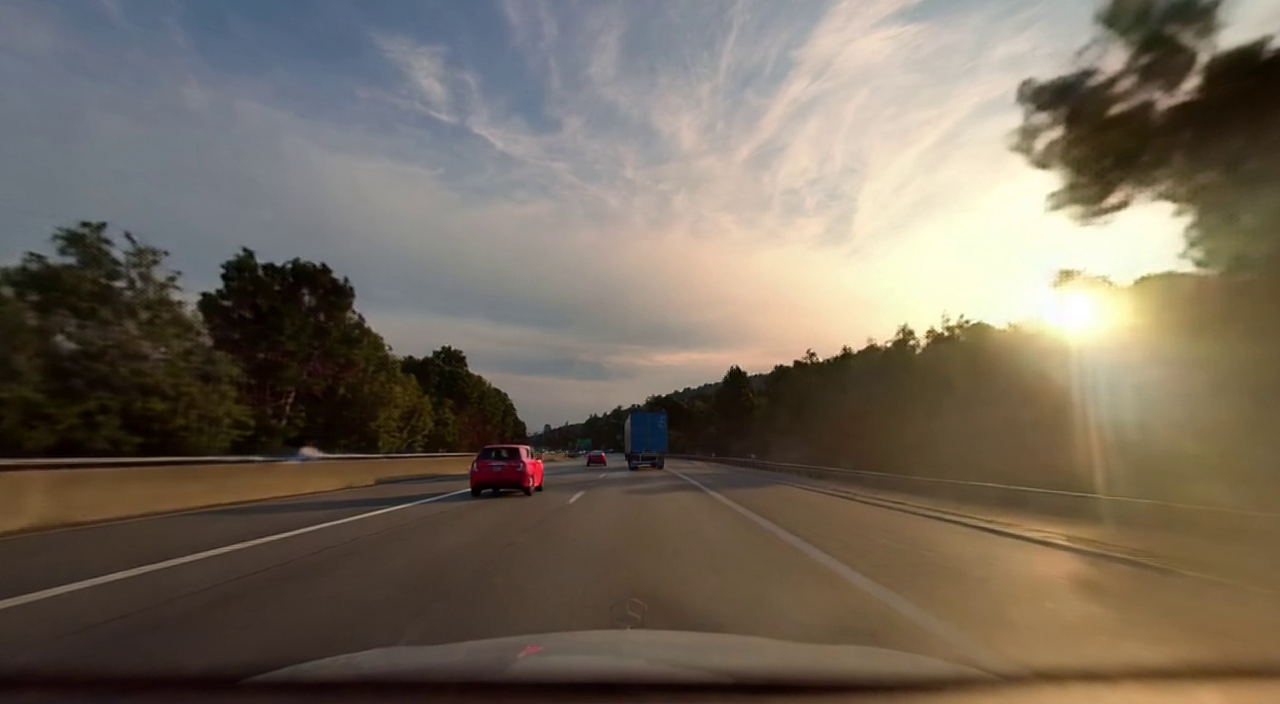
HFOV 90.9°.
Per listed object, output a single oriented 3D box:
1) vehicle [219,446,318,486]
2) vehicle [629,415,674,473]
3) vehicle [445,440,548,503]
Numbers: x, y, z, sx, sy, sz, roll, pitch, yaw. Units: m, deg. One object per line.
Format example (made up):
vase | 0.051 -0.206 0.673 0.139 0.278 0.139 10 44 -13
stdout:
vehicle | -15.915 4.877 27.248 1.871 1.578 3.906 0 -9 0
vehicle | 0.674 6.591 44.811 2.893 3.628 9.081 0 -9 -1
vehicle | -3.973 3.372 18.168 1.977 1.602 3.944 0 -9 1
